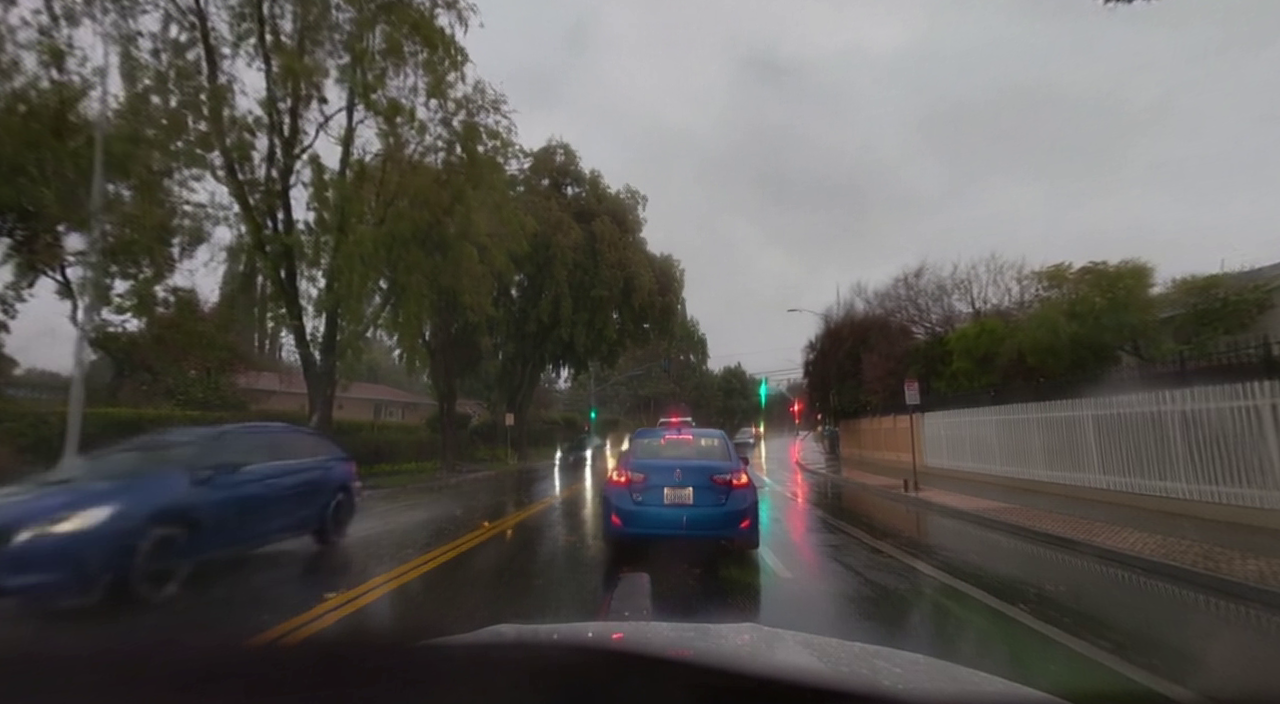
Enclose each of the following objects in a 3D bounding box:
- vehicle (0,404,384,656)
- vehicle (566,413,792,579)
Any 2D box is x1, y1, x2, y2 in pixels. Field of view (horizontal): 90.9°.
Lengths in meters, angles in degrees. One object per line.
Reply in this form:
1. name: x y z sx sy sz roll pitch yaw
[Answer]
1. vehicle: -4.811 1.532 6.655 2.082 1.682 4.623 0 -8 2
2. vehicle: 0.392 1.607 7.823 2.070 1.516 3.936 0 -8 1
